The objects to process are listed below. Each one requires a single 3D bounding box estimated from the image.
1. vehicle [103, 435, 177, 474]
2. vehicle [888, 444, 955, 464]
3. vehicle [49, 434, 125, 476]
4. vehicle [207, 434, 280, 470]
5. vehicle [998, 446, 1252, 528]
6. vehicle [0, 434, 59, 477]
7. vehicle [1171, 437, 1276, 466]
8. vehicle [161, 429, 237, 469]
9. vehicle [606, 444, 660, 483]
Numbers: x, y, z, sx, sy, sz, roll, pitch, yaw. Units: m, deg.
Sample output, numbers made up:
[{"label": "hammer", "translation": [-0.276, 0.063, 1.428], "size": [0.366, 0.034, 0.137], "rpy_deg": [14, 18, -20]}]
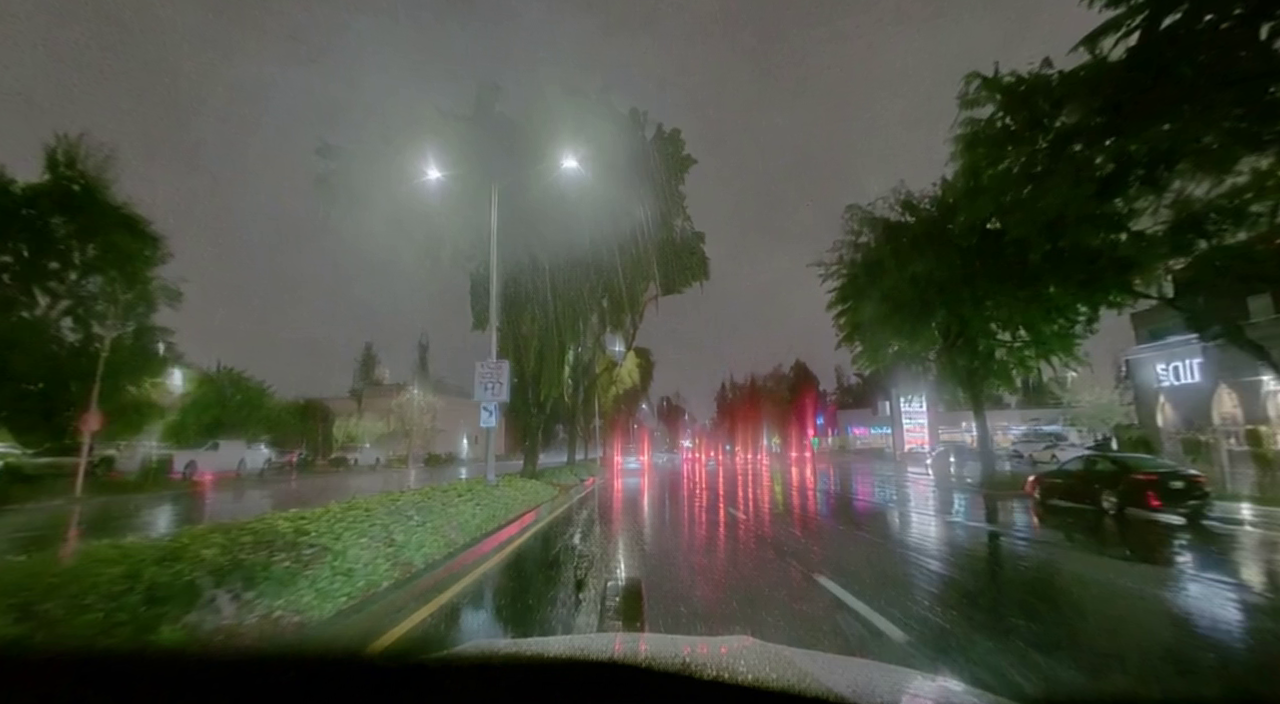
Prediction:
[{"label": "vehicle", "translation": [-34.494, 7.012, 43.492], "size": [6.029, 2.538, 2.343], "rpy_deg": [-6, -11, 37]}, {"label": "vehicle", "translation": [21.481, 7.813, 48.394], "size": [4.197, 1.505, 1.915], "rpy_deg": [0, -8, 1]}, {"label": "vehicle", "translation": [-36.630, 6.763, 41.771], "size": [6.393, 2.554, 2.474], "rpy_deg": [-7, -10, 38]}, {"label": "vehicle", "translation": [-30.155, 7.655, 47.985], "size": [5.689, 2.583, 2.285], "rpy_deg": [-7, -12, 32]}, {"label": "vehicle", "translation": [10.239, 2.830, 13.974], "size": [1.930, 1.475, 4.648], "rpy_deg": [0, -8, 0]}, {"label": "vehicle", "translation": [-39.335, 6.593, 40.484], "size": [5.700, 2.520, 2.423], "rpy_deg": [-8, -10, 43]}, {"label": "vehicle", "translation": [34.473, 5.867, 37.411], "size": [4.198, 1.653, 1.910], "rpy_deg": [-1, -9, 2]}, {"label": "vehicle", "translation": [-31.910, 7.095, 45.641], "size": [5.926, 2.638, 2.413], "rpy_deg": [-8, -12, 35]}, {"label": "vehicle", "translation": [-0.268, 4.615, 26.456], "size": [2.095, 1.456, 3.873], "rpy_deg": [0, -8, 0]}]
